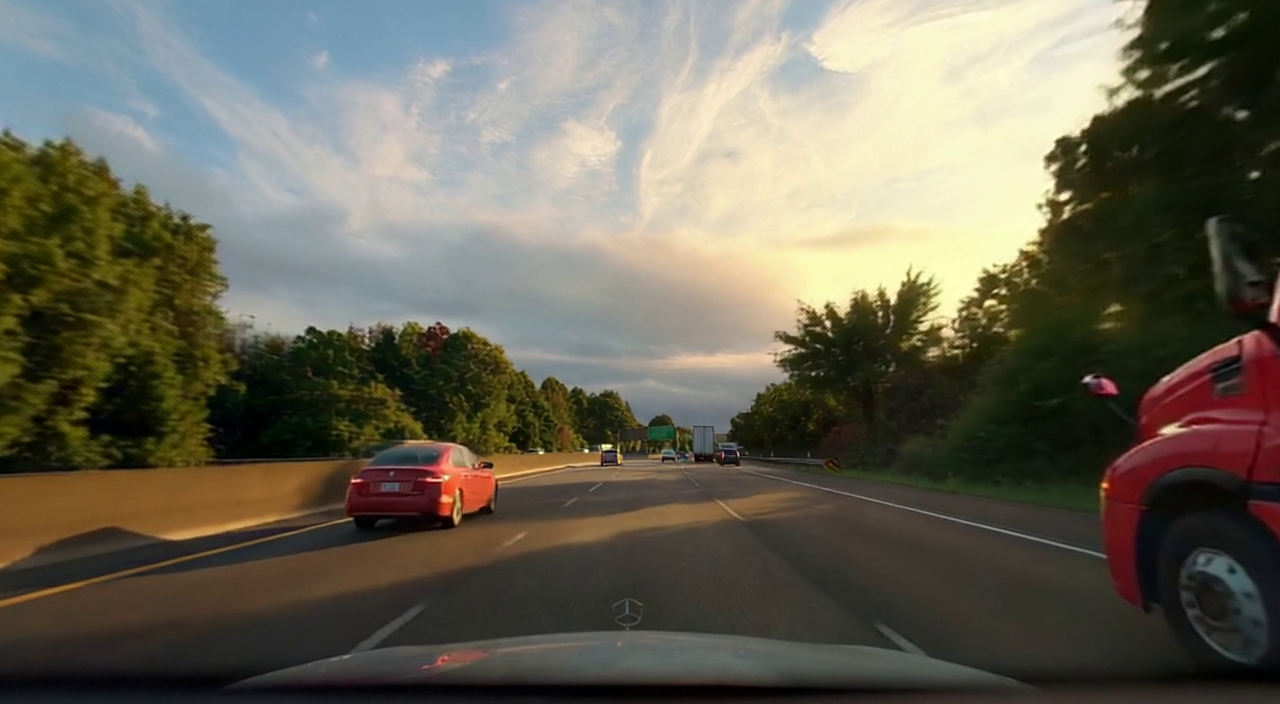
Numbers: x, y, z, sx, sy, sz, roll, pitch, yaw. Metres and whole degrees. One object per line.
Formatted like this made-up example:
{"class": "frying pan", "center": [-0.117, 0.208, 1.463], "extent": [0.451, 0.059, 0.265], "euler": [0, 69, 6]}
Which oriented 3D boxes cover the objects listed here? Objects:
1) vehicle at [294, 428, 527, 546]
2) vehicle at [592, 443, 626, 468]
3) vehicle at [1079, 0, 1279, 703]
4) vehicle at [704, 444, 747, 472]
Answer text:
{"class": "vehicle", "center": [-3.434, 2.144, 10.687], "extent": [2.085, 1.530, 4.809], "euler": [0, -9, 1]}
{"class": "vehicle", "center": [-2.169, 7.425, 45.140], "extent": [2.017, 1.683, 4.309], "euler": [0, -9, 3]}
{"class": "vehicle", "center": [4.446, -0.316, 1.098], "extent": [2.976, 3.886, 5.835], "euler": [0, -9, 1]}
{"class": "vehicle", "center": [5.190, 6.490, 38.705], "extent": [2.176, 1.598, 3.878], "euler": [0, -9, 1]}
